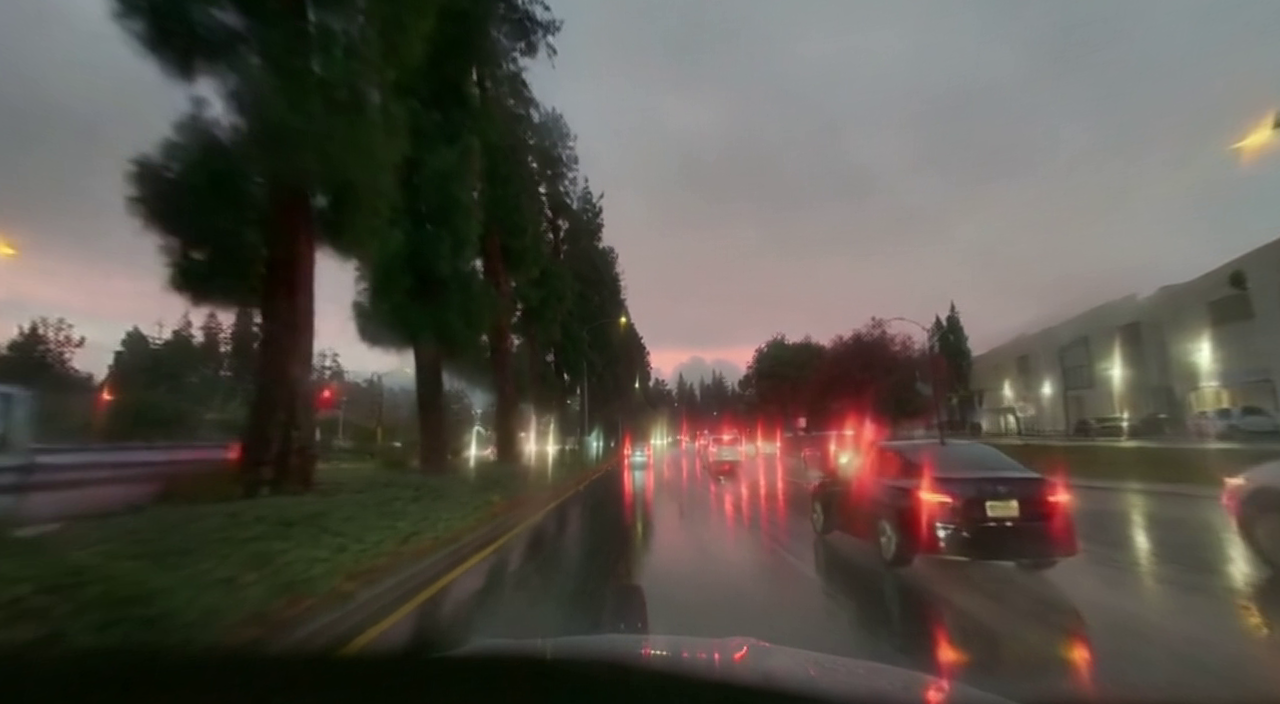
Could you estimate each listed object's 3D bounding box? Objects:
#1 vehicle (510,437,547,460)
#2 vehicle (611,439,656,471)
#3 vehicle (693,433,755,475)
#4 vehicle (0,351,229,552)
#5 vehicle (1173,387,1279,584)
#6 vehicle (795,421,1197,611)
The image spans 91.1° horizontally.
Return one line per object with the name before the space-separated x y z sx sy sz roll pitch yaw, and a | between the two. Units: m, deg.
vehicle | -8.077 7.033 45.755 1.939 1.574 3.820 0 -9 1
vehicle | -0.315 5.237 31.991 2.111 1.506 4.018 0 -9 0
vehicle | 3.677 4.576 28.349 2.130 1.718 4.310 0 -9 -1
vehicle | -8.310 1.245 7.873 2.396 2.216 5.698 0 -9 0
vehicle | 7.135 1.042 4.487 2.188 1.840 5.050 0 -9 0
vehicle | 3.415 1.664 7.376 2.010 1.490 4.639 0 -9 0
